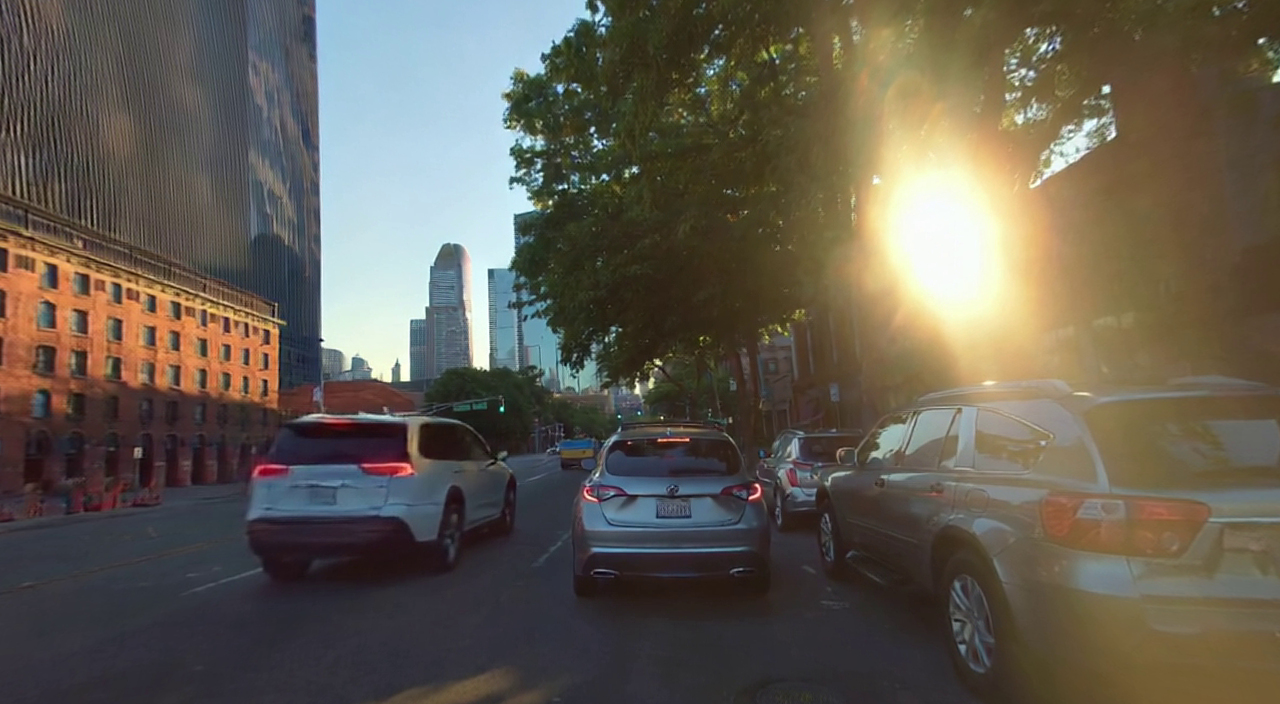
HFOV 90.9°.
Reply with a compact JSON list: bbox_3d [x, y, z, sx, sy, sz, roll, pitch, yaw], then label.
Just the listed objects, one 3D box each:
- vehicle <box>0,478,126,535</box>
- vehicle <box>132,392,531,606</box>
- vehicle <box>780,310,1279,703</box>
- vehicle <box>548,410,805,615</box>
[{"bbox_3d":[-22.642,5.767,24.036,1.975,1.698,4.715,0,-9,2],"label":"vehicle"},{"bbox_3d":[-3.179,1.693,8.361,2.375,1.847,5.606,0,-9,1],"label":"vehicle"},{"bbox_3d":[2.745,1.102,4.906,2.117,1.855,4.794,0,-9,-1],"label":"vehicle"},{"bbox_3d":[0.232,1.550,6.876,2.045,1.608,3.573,0,-9,-2],"label":"vehicle"}]
